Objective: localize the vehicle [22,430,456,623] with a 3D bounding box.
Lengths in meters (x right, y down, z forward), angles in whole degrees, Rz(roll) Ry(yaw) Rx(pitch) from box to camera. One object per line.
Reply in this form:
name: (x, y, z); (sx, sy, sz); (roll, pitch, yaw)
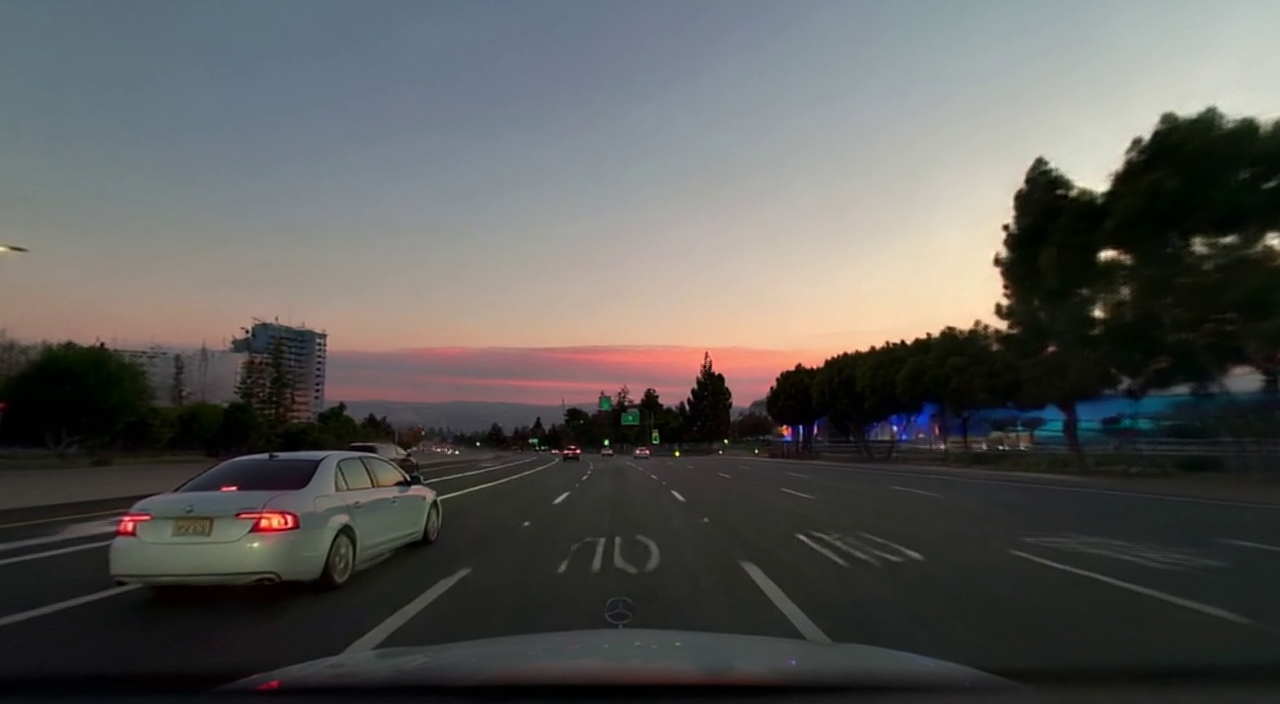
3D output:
vehicle: (-3.746, 1.673, 7.123); (2.018, 1.476, 4.364); (0, -8, 0)
